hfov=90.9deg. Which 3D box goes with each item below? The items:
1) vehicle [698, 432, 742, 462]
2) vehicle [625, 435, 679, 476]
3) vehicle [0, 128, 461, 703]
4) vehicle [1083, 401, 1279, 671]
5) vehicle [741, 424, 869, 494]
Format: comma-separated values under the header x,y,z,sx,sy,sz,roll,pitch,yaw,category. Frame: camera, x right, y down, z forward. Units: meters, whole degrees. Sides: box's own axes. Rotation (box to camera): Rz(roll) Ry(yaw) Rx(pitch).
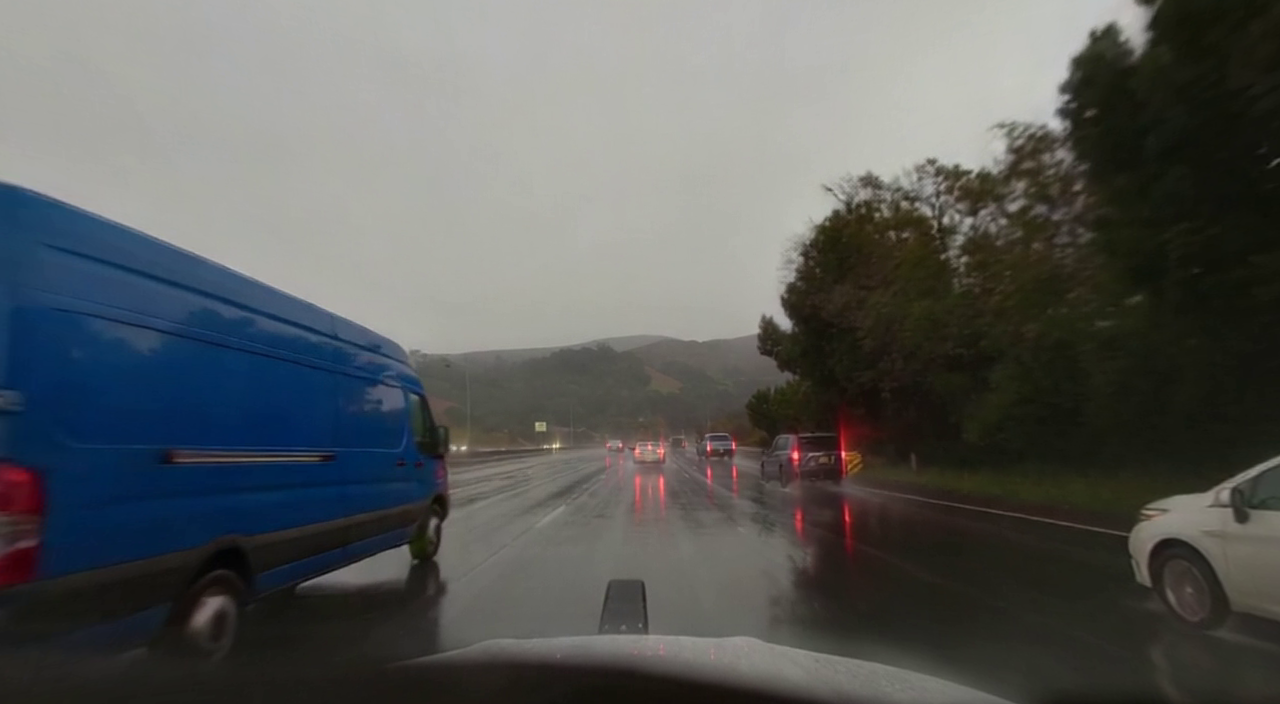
x,y,z,sx,sy,sz,roll,pitch,yaw,category
5.305,6.406,42.554,2.229,1.837,4.710,-1,-9,-2,vehicle
0.451,4.245,25.902,2.054,1.504,3.890,-1,-9,0,vehicle
-3.597,0.772,5.452,2.396,2.664,5.735,-1,-9,0,vehicle
4.613,0.899,2.793,2.050,1.491,4.362,-1,-9,-1,vehicle
4.378,2.930,17.539,2.270,1.660,4.101,-1,-9,-2,vehicle
